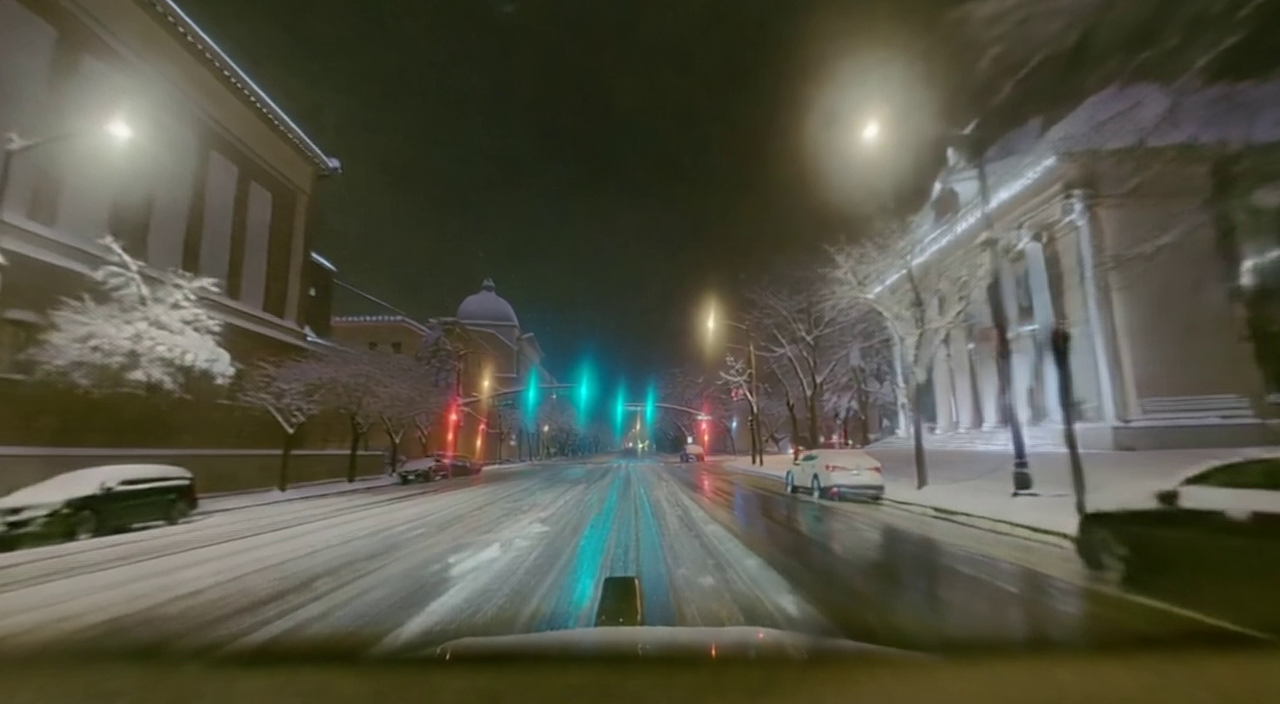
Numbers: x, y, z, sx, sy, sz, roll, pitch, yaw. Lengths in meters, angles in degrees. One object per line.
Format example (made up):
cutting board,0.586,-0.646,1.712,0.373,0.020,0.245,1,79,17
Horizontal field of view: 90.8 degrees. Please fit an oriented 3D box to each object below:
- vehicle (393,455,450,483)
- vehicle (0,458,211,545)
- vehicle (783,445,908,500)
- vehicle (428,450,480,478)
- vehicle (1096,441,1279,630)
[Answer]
vehicle,-12.637,6.761,36.801,1.767,1.455,4.389,0,-8,0
vehicle,-12.576,3.357,14.783,1.911,1.558,4.793,-3,-9,-2
vehicle,5.999,3.544,19.157,2.091,1.445,4.678,0,-8,-1
vehicle,-12.841,7.722,43.985,2.011,1.668,5.474,-1,-8,-1
vehicle,5.843,1.356,4.489,1.869,1.430,4.365,0,-8,-1
